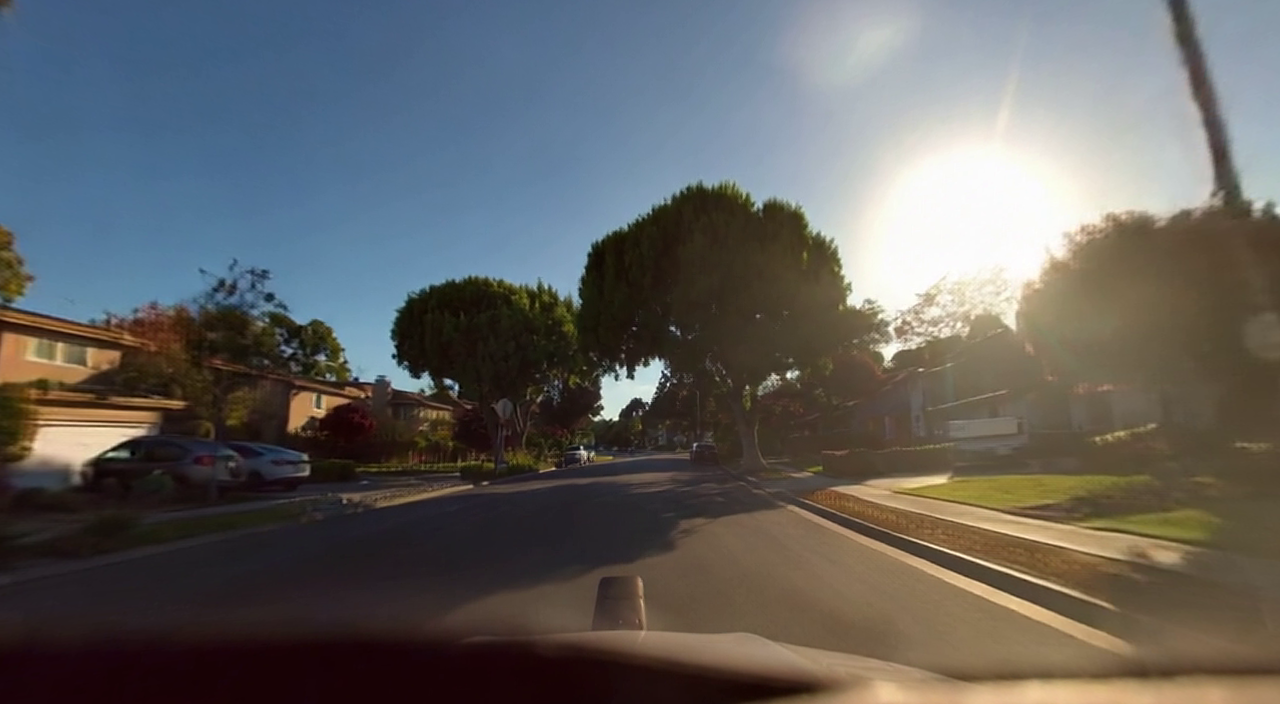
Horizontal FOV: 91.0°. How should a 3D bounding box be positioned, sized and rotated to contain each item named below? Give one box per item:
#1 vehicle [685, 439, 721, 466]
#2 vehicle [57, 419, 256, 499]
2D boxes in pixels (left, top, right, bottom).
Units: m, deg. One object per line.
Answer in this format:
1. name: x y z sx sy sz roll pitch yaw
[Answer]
1. vehicle: 4.328 7.000 43.871 2.176 1.762 4.622 0 -8 1
2. vehicle: -13.846 3.146 18.289 3.918 1.719 1.988 -2 -21 -3
